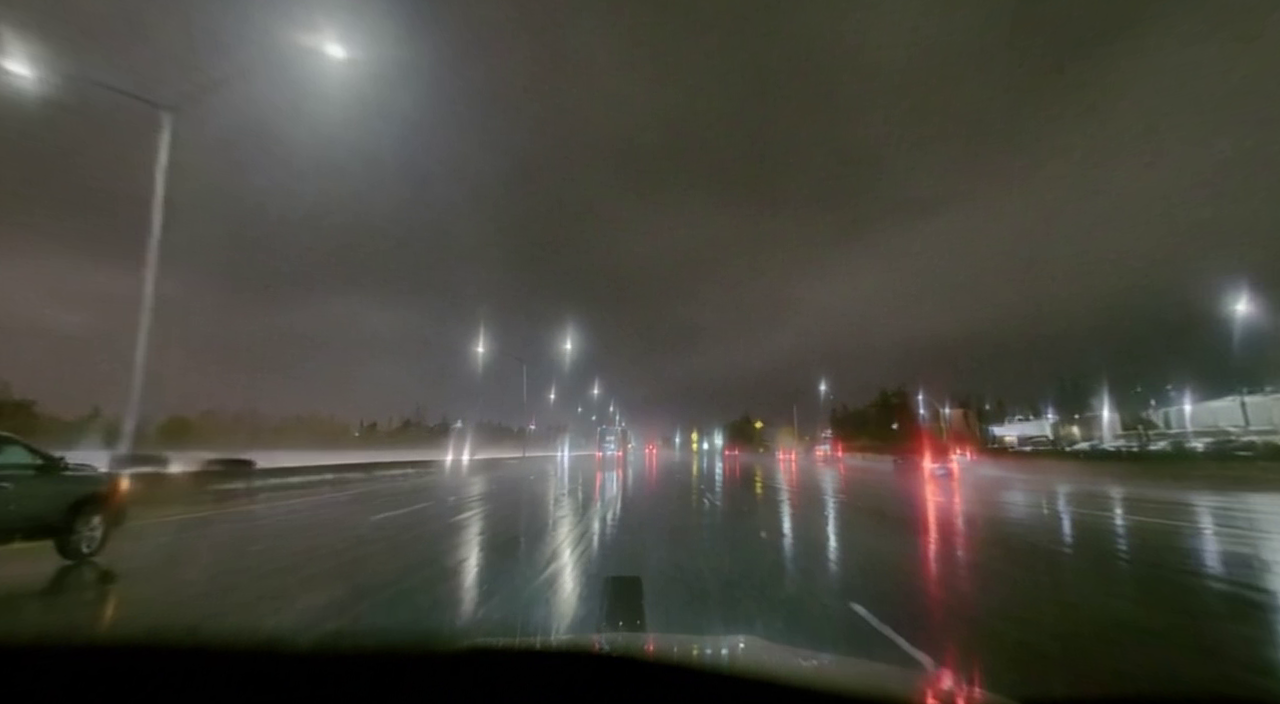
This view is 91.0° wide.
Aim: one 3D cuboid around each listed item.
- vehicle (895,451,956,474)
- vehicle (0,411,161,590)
[{"bbox_3d":[19.076,7.388,42.263,1.912,1.450,4.581,0,-9,0],"label":"vehicle"},{"bbox_3d":[-7.347,1.385,5.727,2.168,1.729,4.724,0,-9,1],"label":"vehicle"}]
